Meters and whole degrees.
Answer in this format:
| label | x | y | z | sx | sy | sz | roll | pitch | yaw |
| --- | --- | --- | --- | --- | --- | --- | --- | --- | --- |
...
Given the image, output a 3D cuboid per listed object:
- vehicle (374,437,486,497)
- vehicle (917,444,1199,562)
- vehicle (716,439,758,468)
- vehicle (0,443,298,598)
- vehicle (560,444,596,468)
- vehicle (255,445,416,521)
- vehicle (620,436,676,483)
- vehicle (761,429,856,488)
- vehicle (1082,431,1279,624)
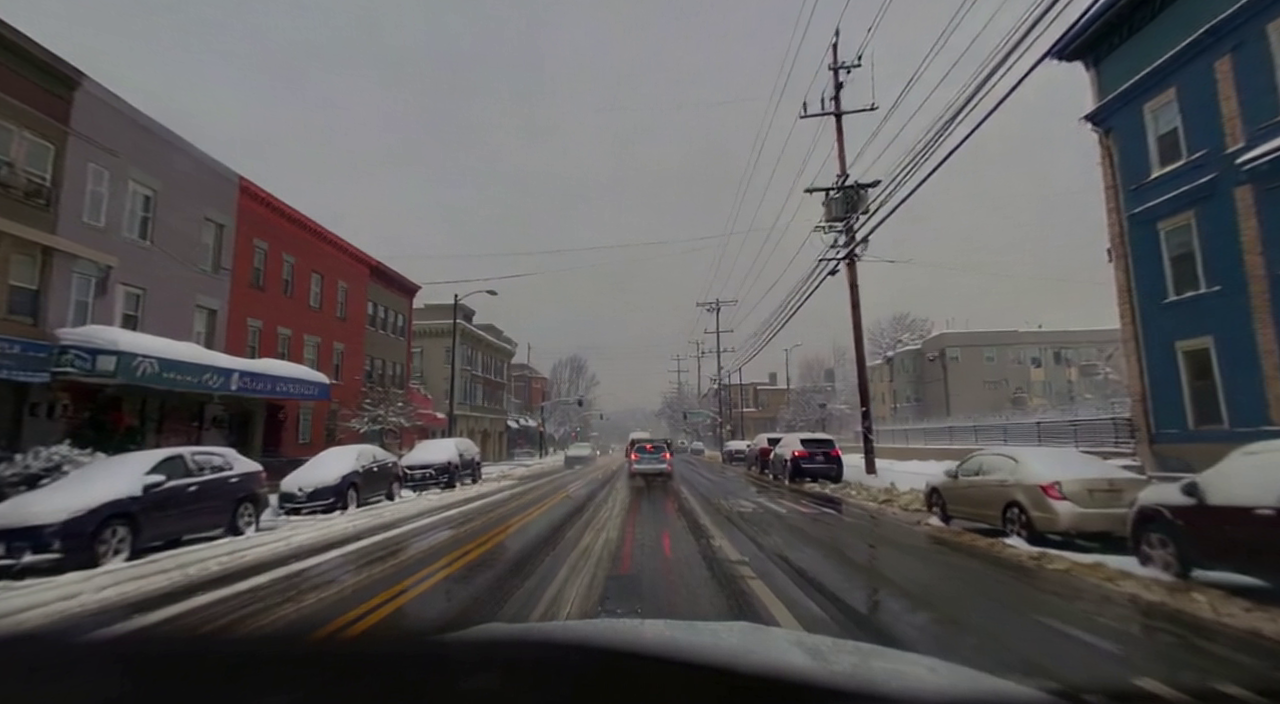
| label | x | y | z | sx | sy | sz | roll | pitch | yaw |
| --- | --- | --- | --- | --- | --- | --- | --- | --- | --- |
| vehicle | -7.202 | 3.952 | 22.388 | 2.095 | 1.847 | 5.290 | 0 | -8 | 1 |
| vehicle | 6.559 | 2.347 | 10.617 | 1.842 | 1.561 | 4.084 | 0 | -9 | -1 |
| vehicle | 6.848 | 7.224 | 45.233 | 2.197 | 1.917 | 5.637 | 0 | -9 | 1 |
| vehicle | -7.289 | 2.165 | 9.227 | 1.884 | 1.582 | 4.837 | 0 | -8 | 0 |
| vehicle | -4.122 | 6.958 | 42.579 | 1.944 | 1.515 | 4.428 | 0 | -9 | 1 |
| vehicle | -7.236 | 3.103 | 15.581 | 1.928 | 1.552 | 4.234 | 0 | -8 | -1 |
| vehicle | 0.325 | 4.067 | 24.169 | 1.980 | 1.635 | 3.795 | 0 | -9 | 1 |
| vehicle | 6.495 | 4.204 | 25.222 | 2.203 | 2.052 | 5.975 | 0 | -9 | 0 |
| vehicle | 6.462 | 1.495 | 5.386 | 2.018 | 1.630 | 4.594 | 0 | -9 | 0 |
